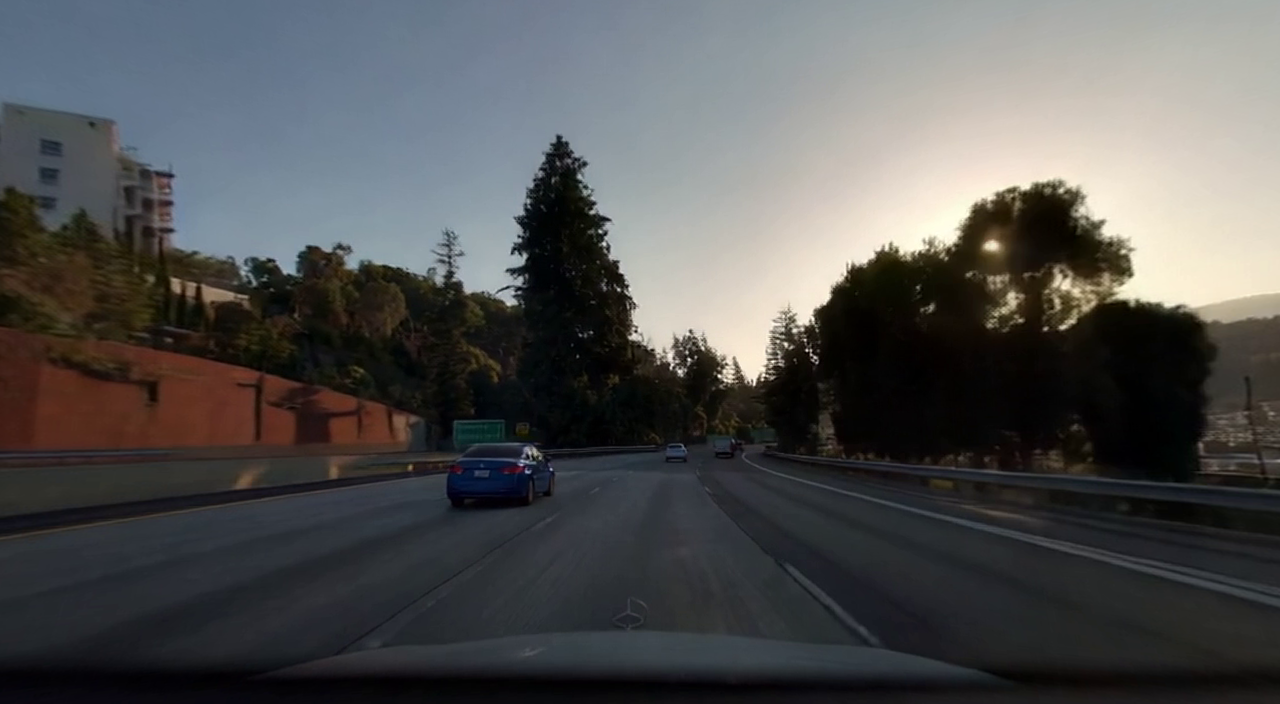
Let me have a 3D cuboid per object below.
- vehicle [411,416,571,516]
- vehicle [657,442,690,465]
[{"bbox_3d":[-3.025,2.469,14.097,2.185,1.823,4.854,0,-9,2],"label":"vehicle"},{"bbox_3d":[2.356,6.983,43.418,2.158,1.458,3.656,-1,-9,4],"label":"vehicle"}]
